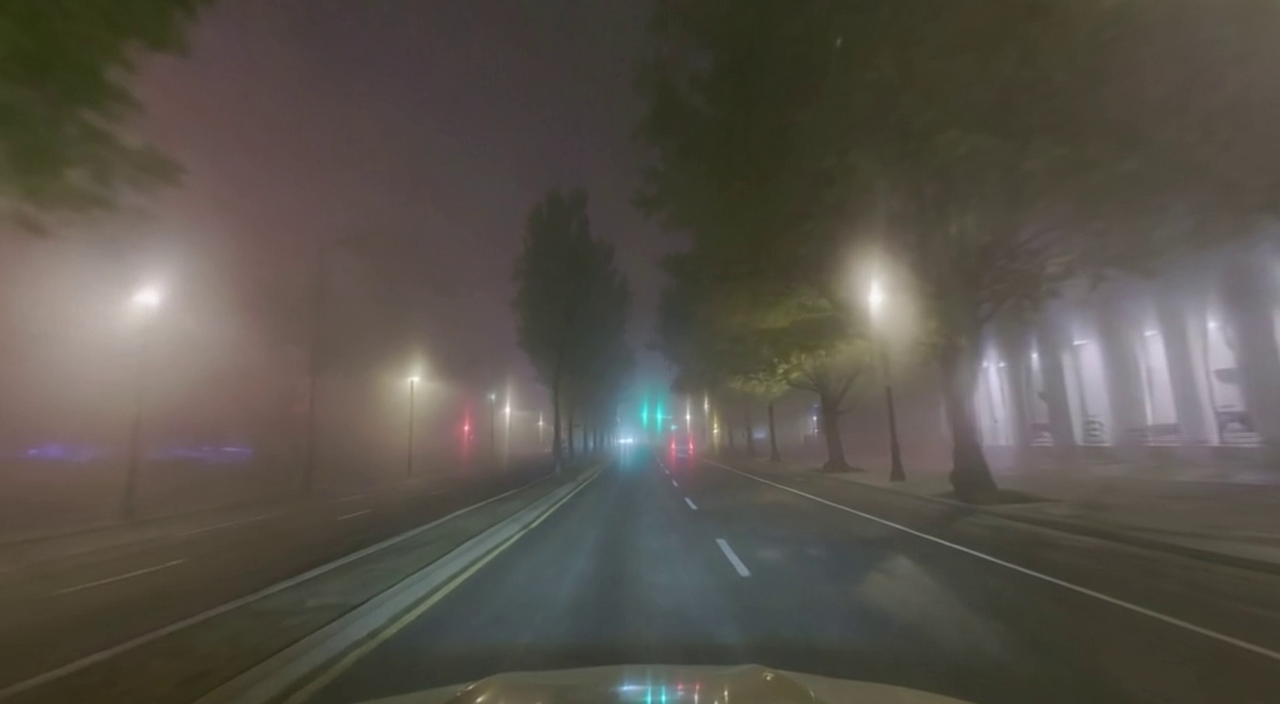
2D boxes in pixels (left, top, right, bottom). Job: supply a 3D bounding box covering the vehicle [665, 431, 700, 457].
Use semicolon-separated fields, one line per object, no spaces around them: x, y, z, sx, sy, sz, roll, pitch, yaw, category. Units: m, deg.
2.887;6.350;43.595;2.129;1.719;4.205;0;-8;0;vehicle
